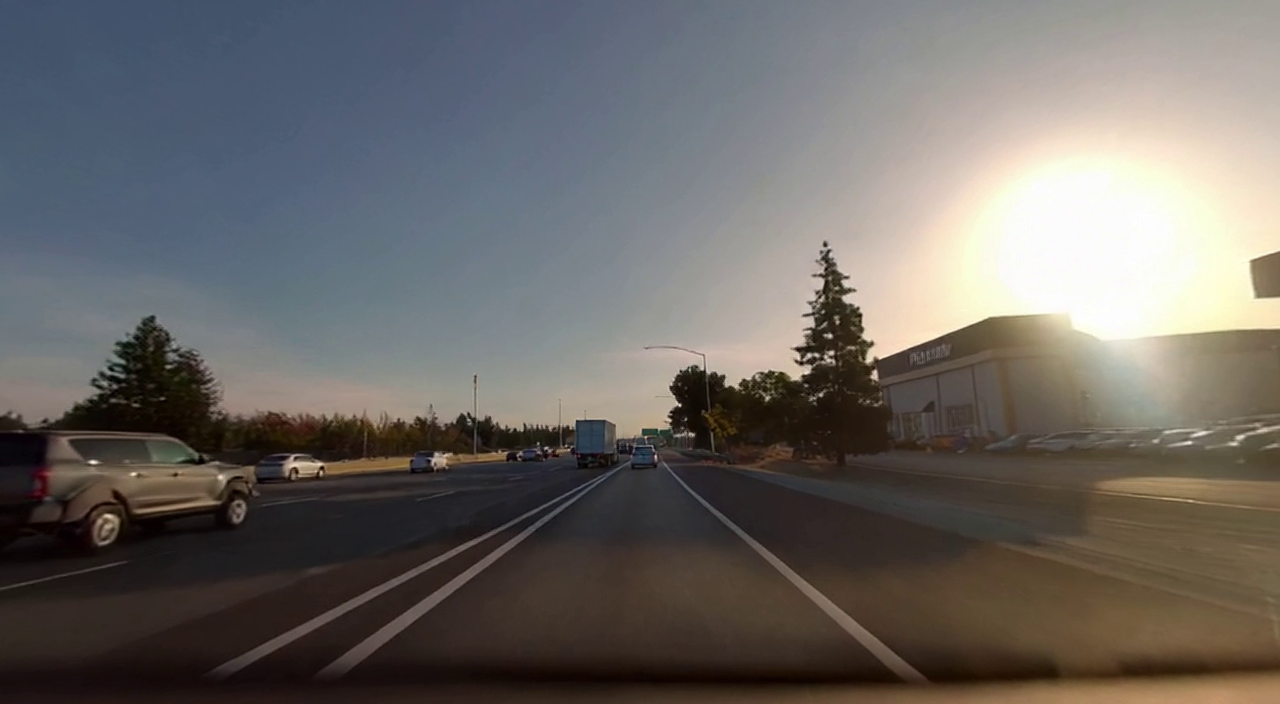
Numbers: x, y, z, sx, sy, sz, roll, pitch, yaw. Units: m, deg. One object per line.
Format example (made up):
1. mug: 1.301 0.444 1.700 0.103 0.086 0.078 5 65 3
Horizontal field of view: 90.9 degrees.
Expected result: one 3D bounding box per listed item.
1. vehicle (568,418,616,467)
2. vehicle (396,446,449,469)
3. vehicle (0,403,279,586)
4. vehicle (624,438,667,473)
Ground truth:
1. vehicle: -3.511 6.976 48.765 2.796 3.426 8.553 0 -8 2
2. vehicle: -16.645 8.076 48.518 2.076 1.709 4.893 -1 -8 3
3. vehicle: -7.739 1.843 8.960 2.165 1.903 4.917 0 -8 2
4. vehicle: 0.290 5.786 35.401 2.227 1.794 4.646 0 -8 0
